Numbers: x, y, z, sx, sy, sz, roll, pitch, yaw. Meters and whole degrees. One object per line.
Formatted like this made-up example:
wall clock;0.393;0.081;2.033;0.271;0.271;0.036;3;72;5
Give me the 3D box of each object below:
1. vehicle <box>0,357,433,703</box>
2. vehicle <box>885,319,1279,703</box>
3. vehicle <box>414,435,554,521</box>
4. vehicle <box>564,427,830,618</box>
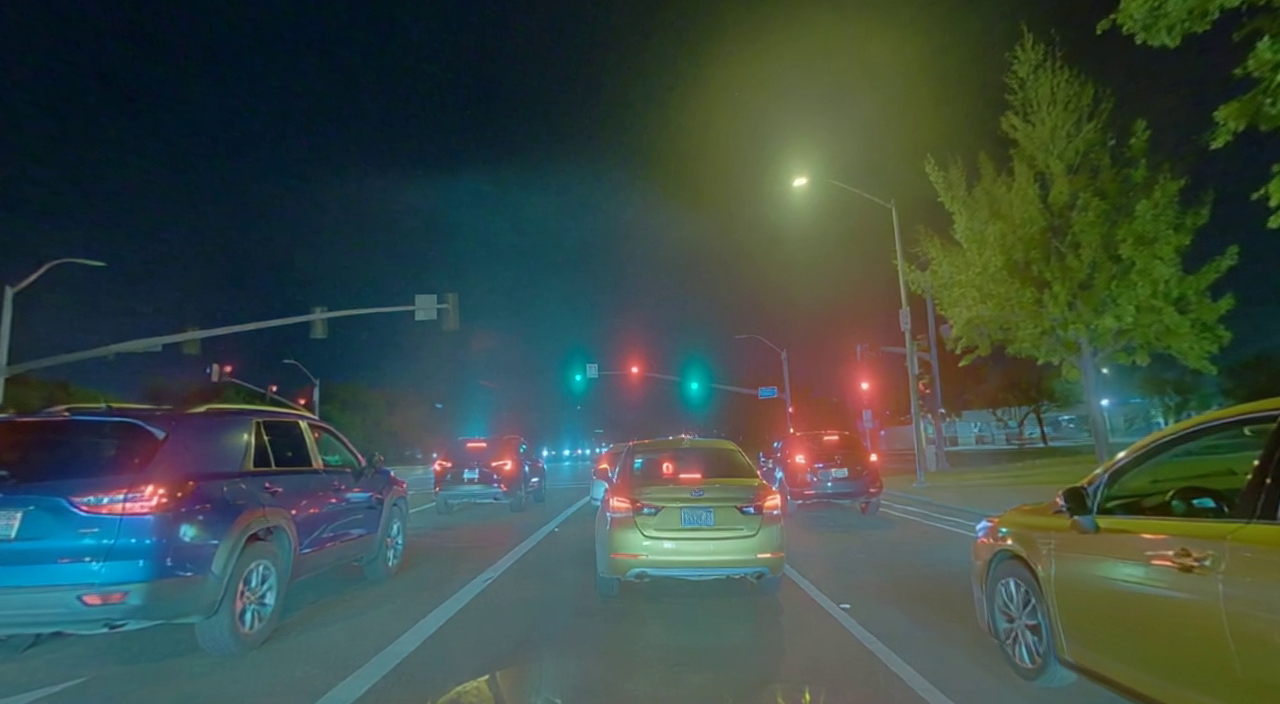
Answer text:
vehicle;-3.465;1.218;5.280;1.889;1.767;4.289;0;-8;1
vehicle;3.042;0.922;3.052;1.880;1.747;4.500;0;-8;0
vehicle;-3.073;2.565;13.325;1.868;1.516;4.114;0;-8;0
vehicle;0.440;1.614;6.883;2.051;1.460;3.932;0;-8;0
